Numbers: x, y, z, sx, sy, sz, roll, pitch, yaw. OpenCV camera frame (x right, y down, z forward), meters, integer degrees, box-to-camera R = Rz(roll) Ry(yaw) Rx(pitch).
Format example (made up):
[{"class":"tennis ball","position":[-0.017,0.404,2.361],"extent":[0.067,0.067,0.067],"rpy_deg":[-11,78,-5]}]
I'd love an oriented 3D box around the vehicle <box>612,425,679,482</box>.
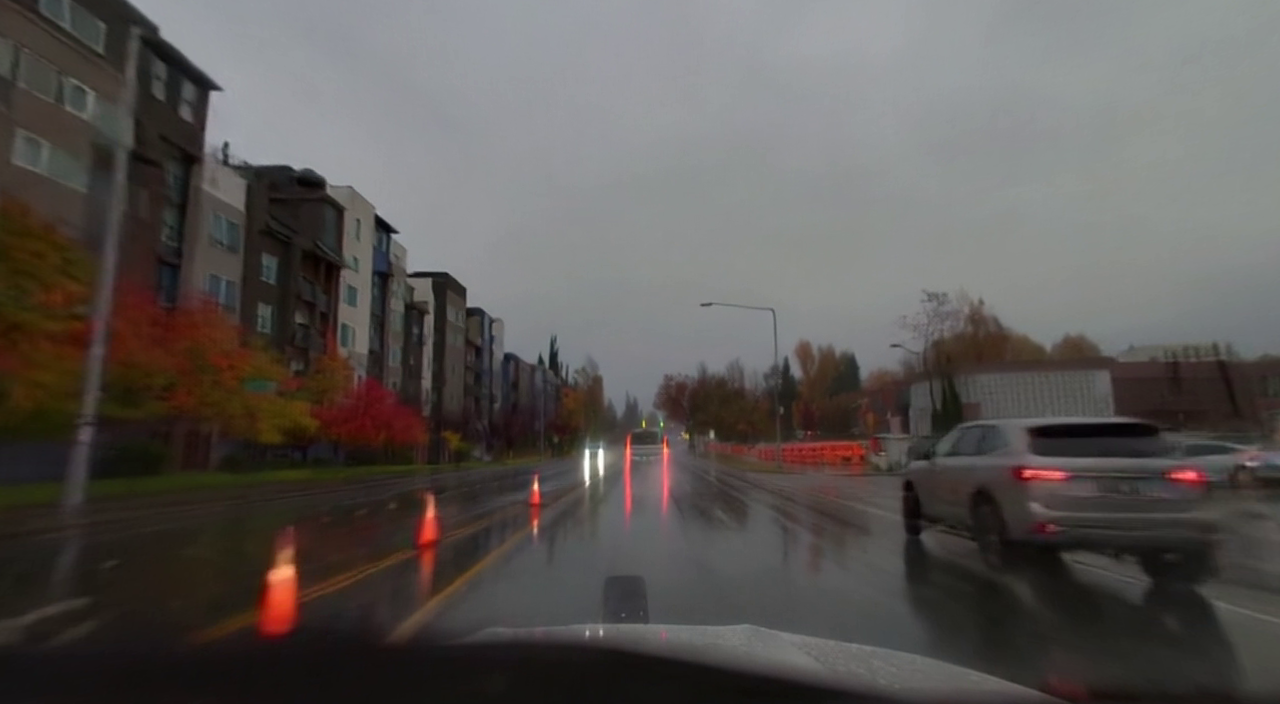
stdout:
[{"class":"vehicle","position":[0.338,4.720,29.502],"extent":[2.762,2.309,6.723],"rpy_deg":[0,-8,2]}]

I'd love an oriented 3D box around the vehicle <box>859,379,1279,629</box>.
[{"class":"vehicle","position":[4.293,1.540,7.538],"extent":[2.120,1.828,5.531],"rpy_deg":[-1,-9,9]}]
